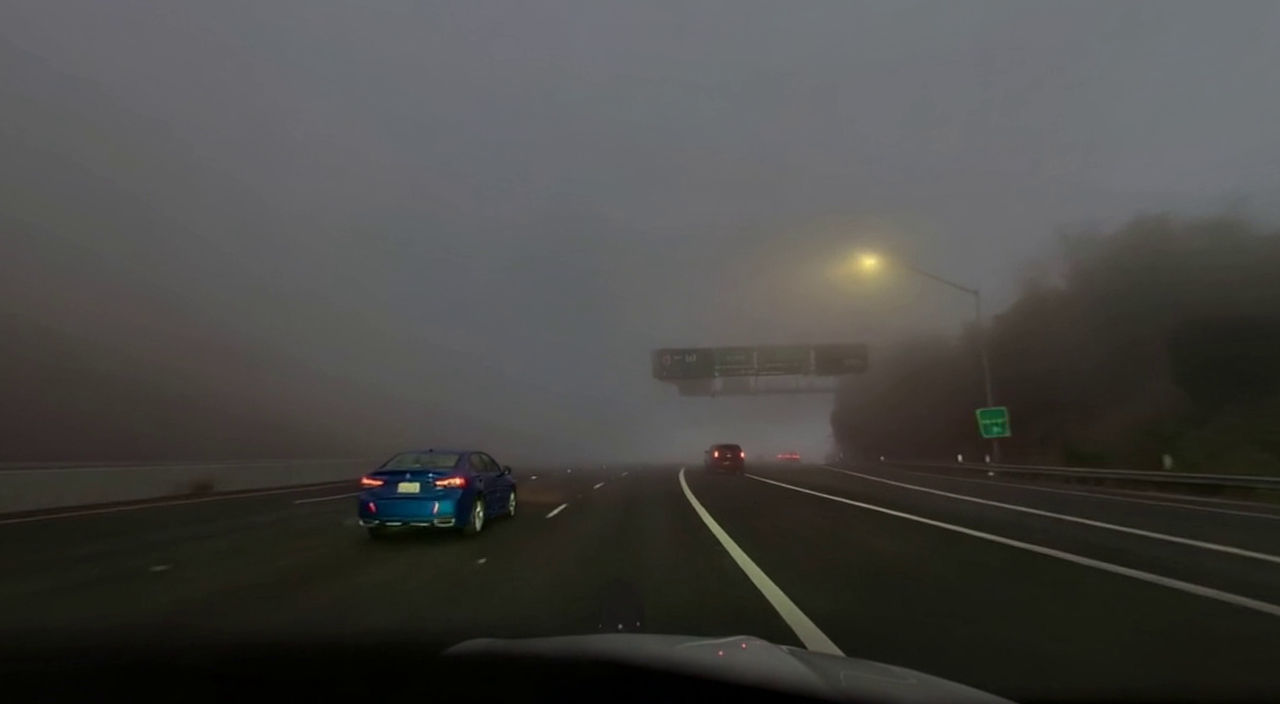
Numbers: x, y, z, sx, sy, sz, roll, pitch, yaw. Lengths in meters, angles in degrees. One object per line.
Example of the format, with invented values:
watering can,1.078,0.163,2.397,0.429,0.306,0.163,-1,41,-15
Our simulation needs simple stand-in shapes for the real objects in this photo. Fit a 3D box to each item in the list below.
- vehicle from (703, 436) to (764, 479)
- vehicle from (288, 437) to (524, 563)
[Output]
vehicle,4.258,4.901,29.441,2.225,1.833,4.340,0,-9,1
vehicle,-3.218,2.114,9.798,1.937,1.490,4.372,0,-9,1
